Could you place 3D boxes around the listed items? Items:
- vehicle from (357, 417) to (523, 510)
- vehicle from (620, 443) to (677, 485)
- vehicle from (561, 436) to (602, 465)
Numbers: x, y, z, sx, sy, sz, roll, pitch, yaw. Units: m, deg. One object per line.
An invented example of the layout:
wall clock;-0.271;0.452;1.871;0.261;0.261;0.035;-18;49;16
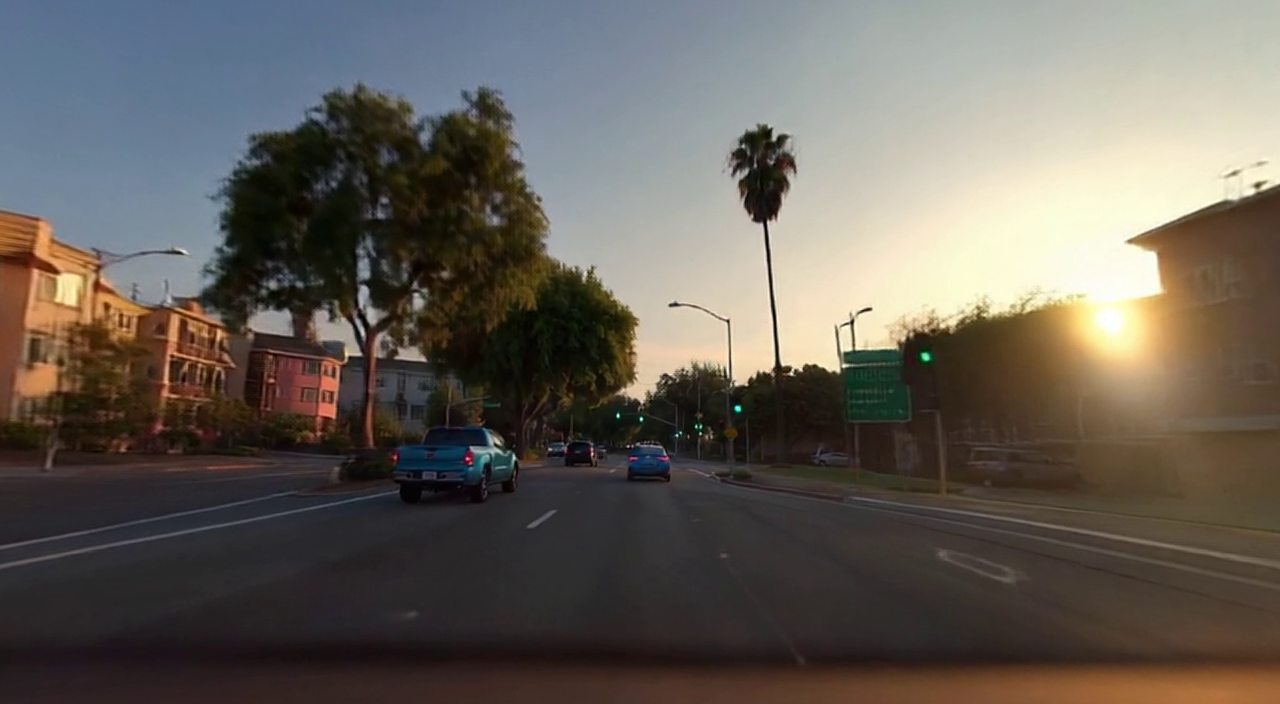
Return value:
vehicle;-4.759;2.783;16.210;2.187;1.904;6.103;0;-8;1
vehicle;0.376;4.523;25.647;2.122;1.562;4.152;0;-8;1
vehicle;-4.301;7.415;47.326;2.447;2.062;5.911;0;-8;1
